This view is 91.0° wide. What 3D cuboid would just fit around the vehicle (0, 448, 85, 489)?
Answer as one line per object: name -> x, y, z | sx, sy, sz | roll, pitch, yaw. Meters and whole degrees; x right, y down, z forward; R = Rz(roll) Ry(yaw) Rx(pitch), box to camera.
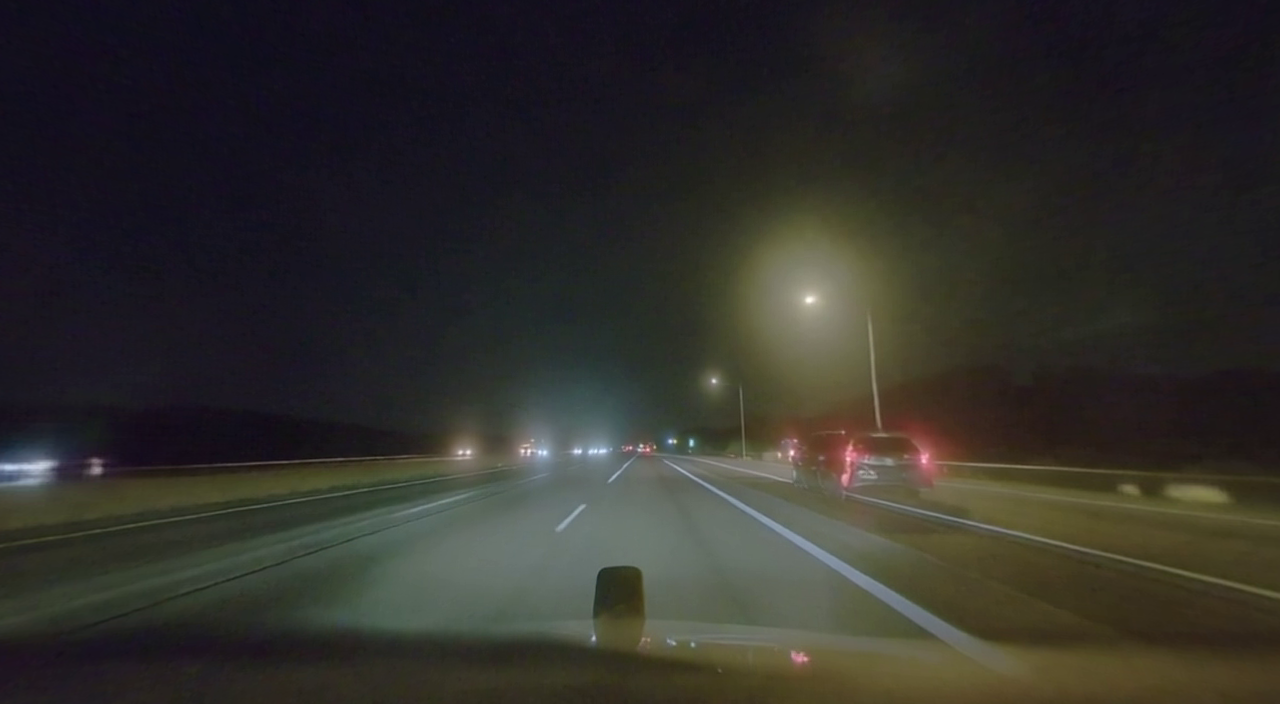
vehicle -> -31.088, 5.777, 31.487 | 2.071, 1.866, 4.912 | 0, -9, 0
